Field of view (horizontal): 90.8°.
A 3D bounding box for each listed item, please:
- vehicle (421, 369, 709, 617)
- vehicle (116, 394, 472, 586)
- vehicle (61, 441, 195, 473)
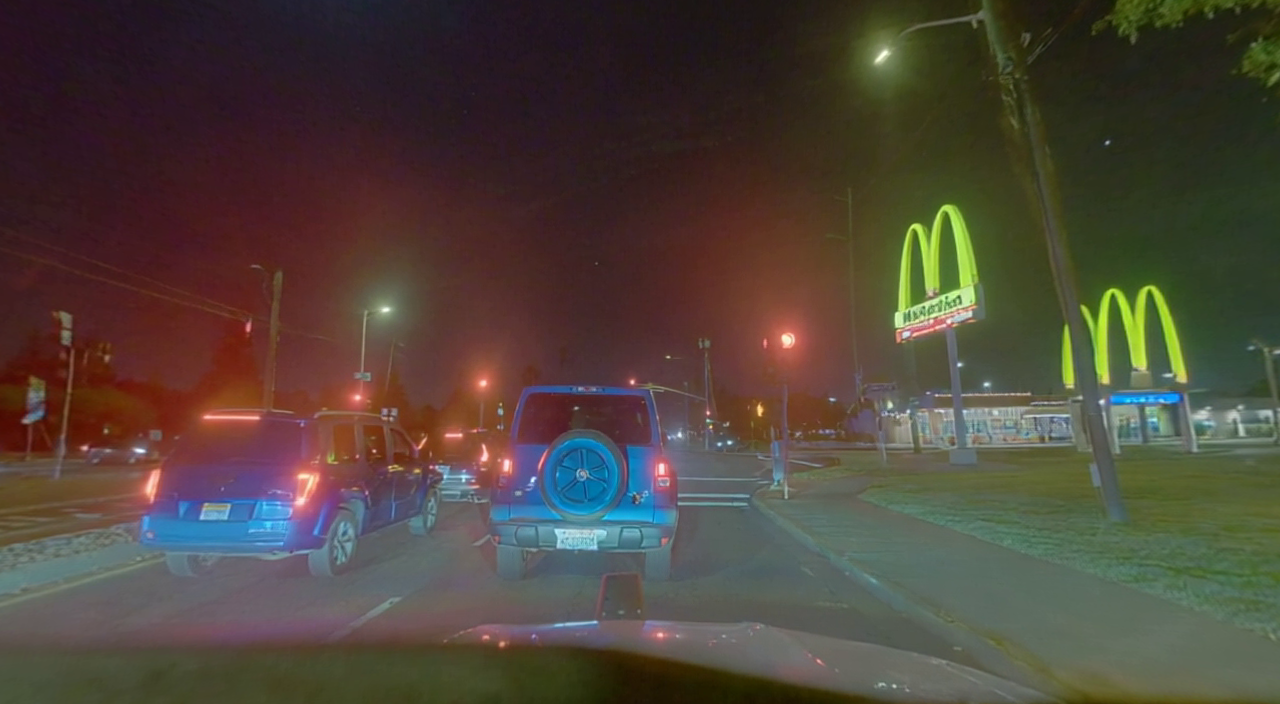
[{"bbox_3d":[-0.627,1.438,7.331,2.224,1.923,4.643,0,-8,-1],"label":"vehicle"},{"bbox_3d":[-3.908,1.651,8.343,2.130,1.819,4.497,0,-8,0],"label":"vehicle"},{"bbox_3d":[-25.235,5.181,31.372,4.713,1.445,1.887,4,-9,-24],"label":"vehicle"}]
